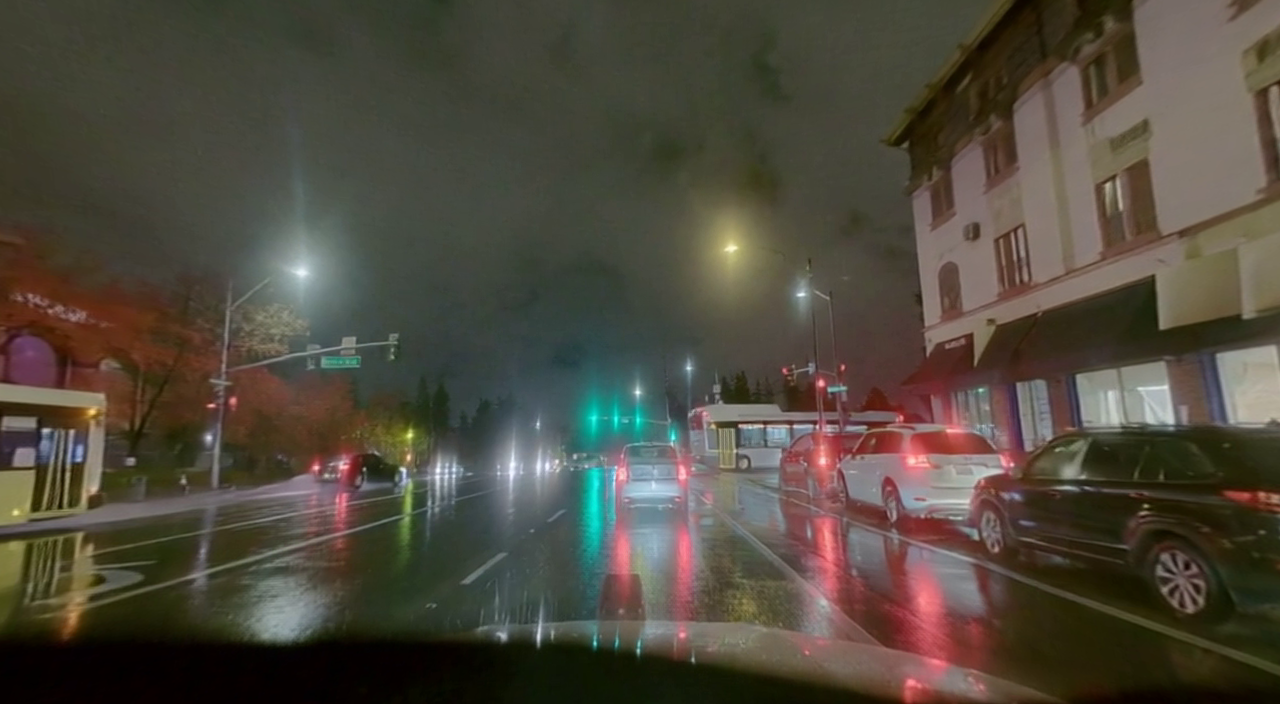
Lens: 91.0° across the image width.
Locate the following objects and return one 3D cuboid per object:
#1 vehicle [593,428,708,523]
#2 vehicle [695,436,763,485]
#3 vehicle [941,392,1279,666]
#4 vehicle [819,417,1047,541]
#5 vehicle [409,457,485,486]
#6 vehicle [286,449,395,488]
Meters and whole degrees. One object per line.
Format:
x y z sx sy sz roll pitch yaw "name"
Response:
0.165 2.600 13.842 2.089 1.699 4.650 0 -9 -1 "vehicle"
3.313 4.125 24.193 2.222 1.688 3.952 0 -9 3 "vehicle"
4.951 1.410 5.948 2.014 1.681 4.332 0 -9 -1 "vehicle"
4.927 2.198 11.510 2.007 1.786 4.542 0 -9 1 "vehicle"
-12.226 7.620 40.064 4.242 1.537 1.810 -5 -11 8 "vehicle"
-15.273 5.879 32.120 5.016 1.792 2.250 -4 -9 26 "vehicle"
